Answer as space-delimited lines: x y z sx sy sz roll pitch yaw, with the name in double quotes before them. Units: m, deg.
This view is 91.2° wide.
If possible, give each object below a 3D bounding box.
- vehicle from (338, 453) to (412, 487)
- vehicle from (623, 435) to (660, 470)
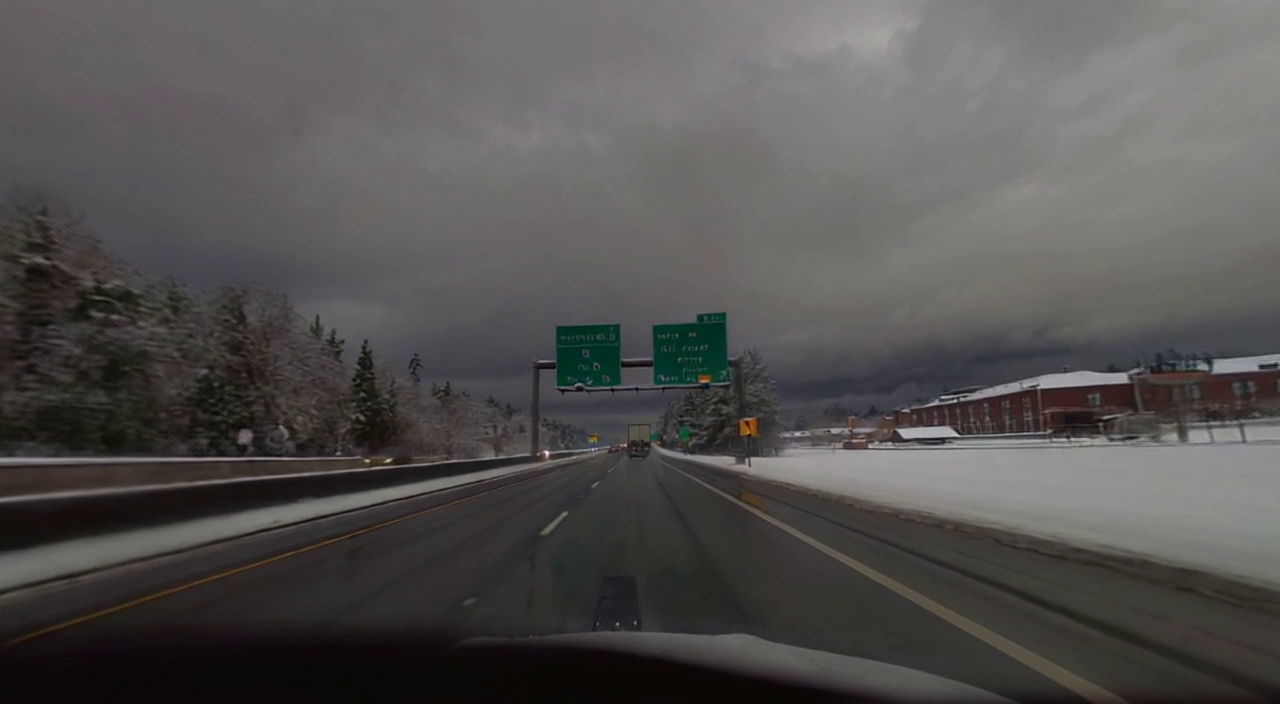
"vehicle" -12.962 5.781 30.910 1.899 1.516 4.089 0 -9 -1
"vehicle" 0.134 6.532 40.945 2.268 2.122 4.595 -1 -9 1
